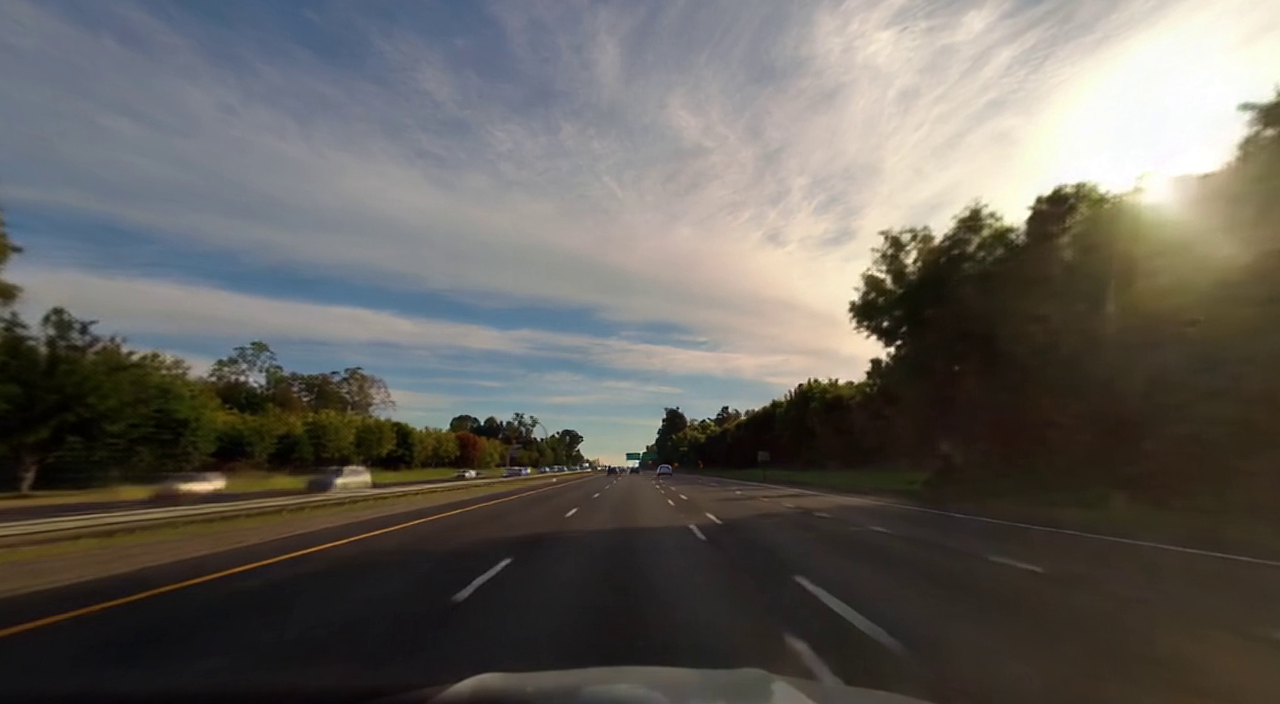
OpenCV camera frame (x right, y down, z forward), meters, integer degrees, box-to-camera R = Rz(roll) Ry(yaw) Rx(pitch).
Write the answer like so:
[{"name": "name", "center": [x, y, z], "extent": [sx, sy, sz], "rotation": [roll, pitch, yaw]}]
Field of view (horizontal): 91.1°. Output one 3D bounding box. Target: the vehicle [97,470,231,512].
[{"name": "vehicle", "center": [-19.058, 5.580, 25.486], "extent": [1.876, 1.475, 4.583], "rotation": [1, -10, -1]}]

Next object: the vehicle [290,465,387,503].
[{"name": "vehicle", "center": [-12.763, 5.599, 26.923], "extent": [2.097, 1.465, 4.067], "rotation": [1, -10, 0]}]
